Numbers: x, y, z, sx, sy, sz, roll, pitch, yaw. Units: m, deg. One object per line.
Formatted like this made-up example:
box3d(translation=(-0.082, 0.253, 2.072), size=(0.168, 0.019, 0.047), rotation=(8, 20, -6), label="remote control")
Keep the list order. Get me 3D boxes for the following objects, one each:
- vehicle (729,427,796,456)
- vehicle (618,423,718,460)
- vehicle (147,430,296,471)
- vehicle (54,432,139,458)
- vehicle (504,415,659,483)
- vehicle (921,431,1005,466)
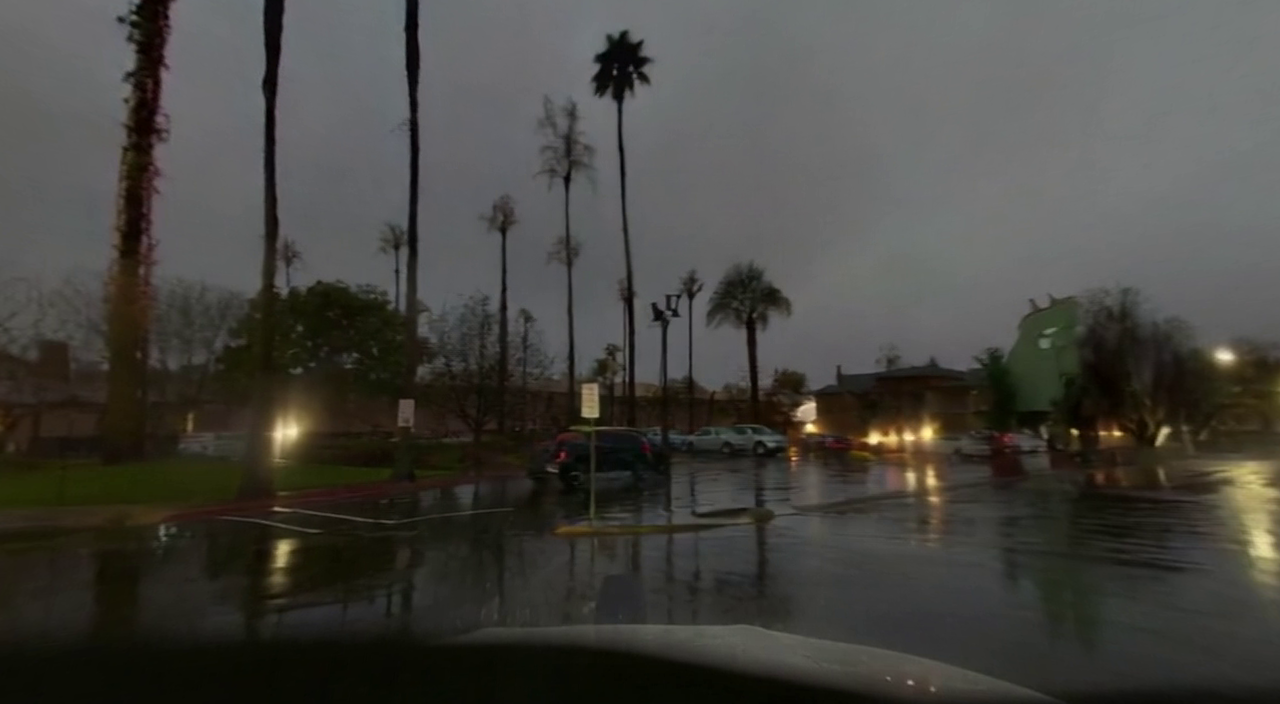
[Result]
box3d(translation=(8.126, 5.981, 42.130), size=(3.928, 1.784, 1.895), rotation=(-8, -12, 41), label="vehicle")
box3d(translation=(1.410, 4.840, 33.939), size=(5.193, 1.830, 2.049), rotation=(-7, -11, 40), label="vehicle")
box3d(translation=(-17.228, 4.083, 26.231), size=(1.919, 1.502, 4.695), rotation=(-7, -11, 38), label="vehicle")
box3d(translation=(-42.367, 7.246, 49.307), size=(4.998, 1.924, 2.262), rotation=(-2, -9, 11), label="vehicle")
box3d(translation=(-1.712, 3.048, 19.918), size=(2.174, 1.863, 4.651), rotation=(-7, -11, 40), label="vehicle")
box3d(translation=(17.079, 5.066, 33.463), size=(3.635, 1.521, 1.726), rotation=(-3, -6, 39), label="vehicle")
